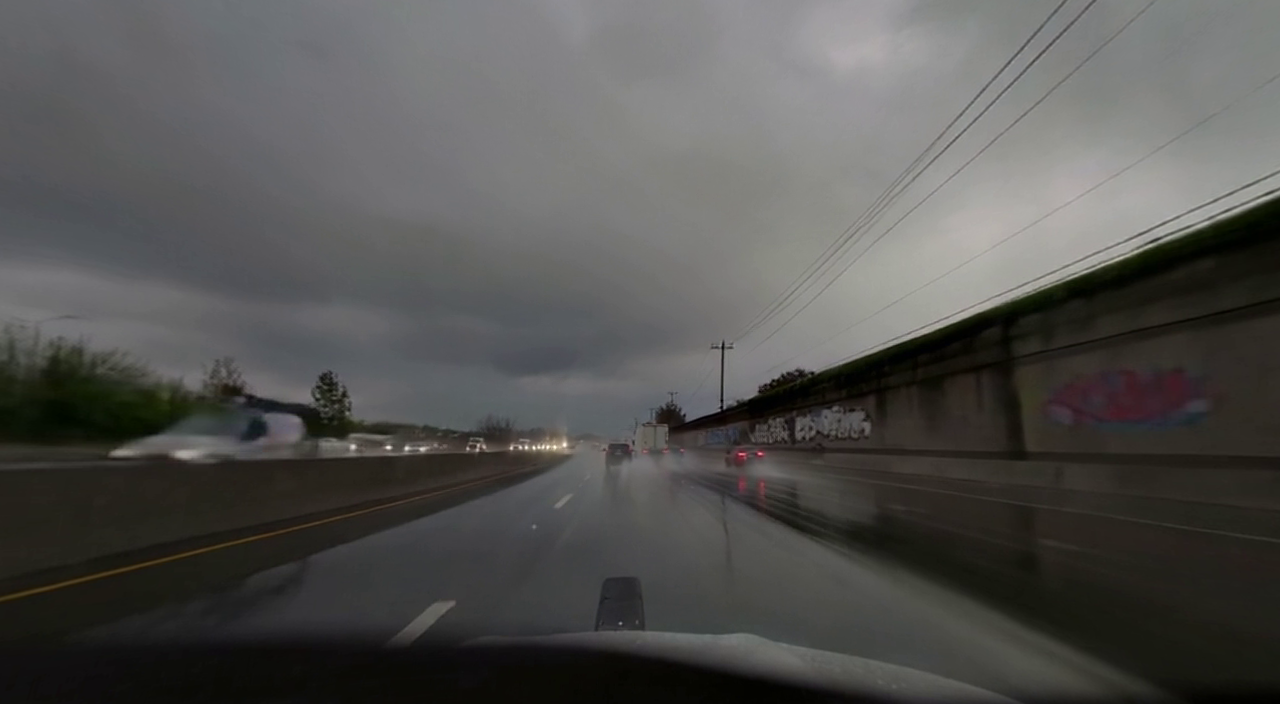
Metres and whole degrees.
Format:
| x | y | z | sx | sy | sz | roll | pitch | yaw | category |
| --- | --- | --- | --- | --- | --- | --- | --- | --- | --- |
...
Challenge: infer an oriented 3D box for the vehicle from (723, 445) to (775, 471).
| x | y | z | sx | sy | sz | roll | pitch | yaw | category |
| --- | --- | --- | --- | --- | --- | --- | --- | --- | --- |
| 6.501 | 6.360 | 38.191 | 2.018 | 1.451 | 4.762 | 0 | -9 | -3 | vehicle |

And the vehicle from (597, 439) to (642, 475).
| x | y | z | sx | sy | sz | roll | pitch | yaw | category |
| --- | --- | --- | --- | --- | --- | --- | --- | --- | --- |
| -1.029 | 5.328 | 32.206 | 2.191 | 1.685 | 3.353 | 0 | -9 | -2 | vehicle |

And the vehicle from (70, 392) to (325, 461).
| x | y | z | sx | sy | sz | roll | pitch | yaw | category |
| --- | --- | --- | --- | --- | --- | --- | --- | --- | --- |
| -10.485 | 1.959 | 15.817 | 2.299 | 1.399 | 5.789 | 0 | -9 | -1 | vehicle |
